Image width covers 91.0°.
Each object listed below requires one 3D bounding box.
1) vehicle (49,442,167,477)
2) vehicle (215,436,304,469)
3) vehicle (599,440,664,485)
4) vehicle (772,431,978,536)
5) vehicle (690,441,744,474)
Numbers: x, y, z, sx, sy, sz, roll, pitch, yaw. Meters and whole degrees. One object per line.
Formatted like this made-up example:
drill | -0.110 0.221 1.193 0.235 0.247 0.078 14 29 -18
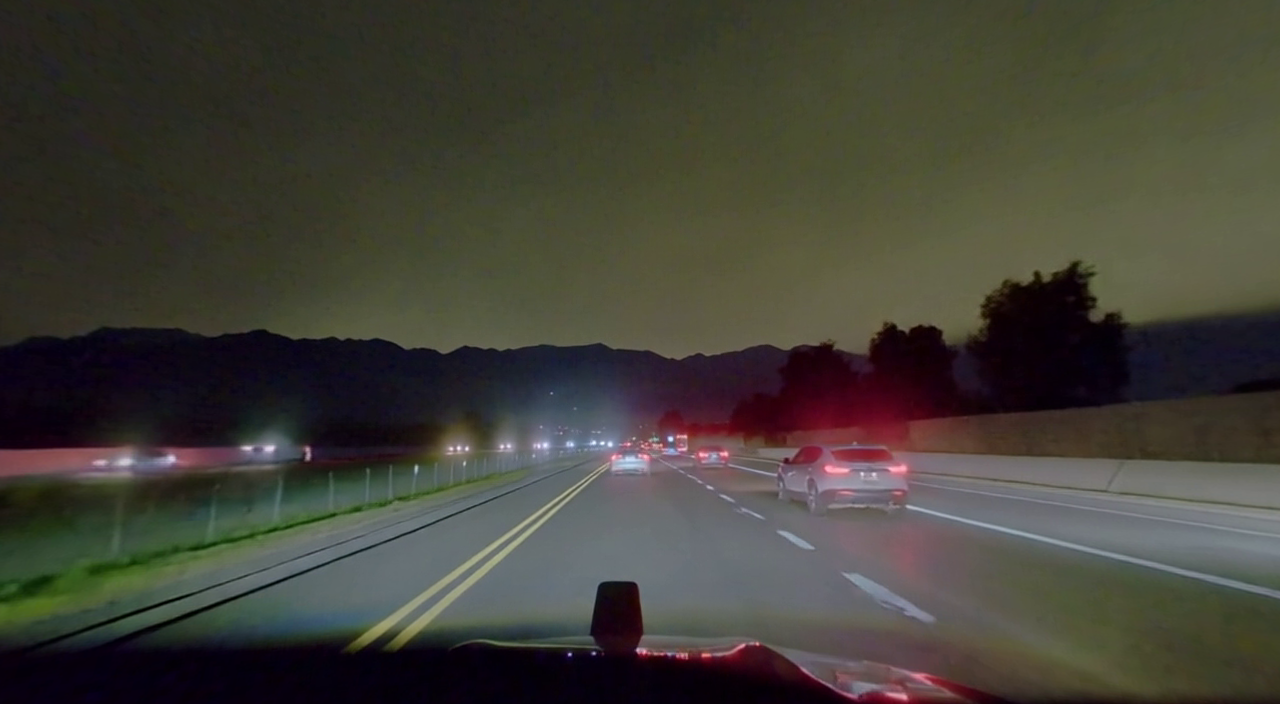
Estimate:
vehicle | -28.740 5.822 34.269 1.951 1.745 5.123 0 -9 0
vehicle | -24.877 6.621 41.520 2.322 2.013 5.631 0 -9 0
vehicle | -0.317 3.876 22.450 2.085 1.449 3.860 0 -9 -1
vehicle | 3.841 2.210 11.241 1.949 1.493 4.272 0 -9 -1
vehicle | 3.583 4.988 29.914 1.957 1.447 4.241 0 -9 -1
